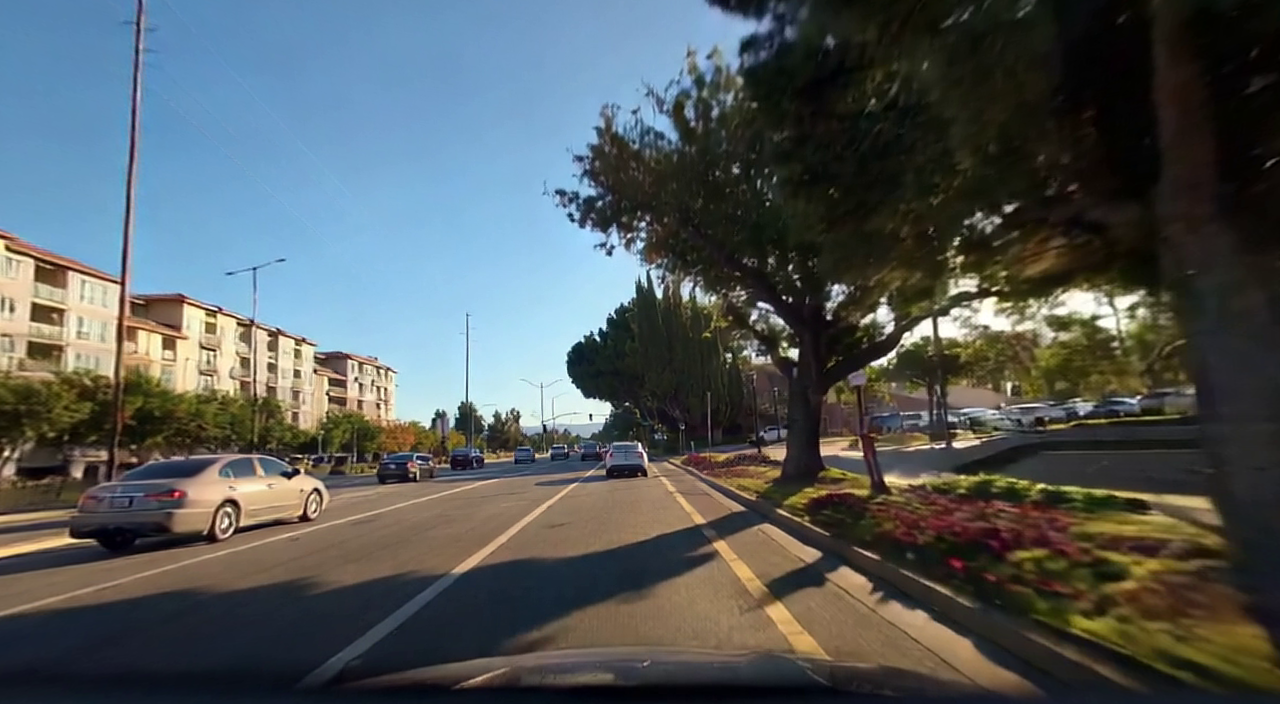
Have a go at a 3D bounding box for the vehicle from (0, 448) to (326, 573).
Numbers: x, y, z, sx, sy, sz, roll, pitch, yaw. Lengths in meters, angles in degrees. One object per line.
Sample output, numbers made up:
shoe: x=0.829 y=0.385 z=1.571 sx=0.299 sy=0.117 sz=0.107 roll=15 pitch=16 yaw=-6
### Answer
vehicle: x=-7.016 y=2.234 z=9.834 sx=1.906 sy=1.449 sz=4.576 roll=0 pitch=-8 yaw=0

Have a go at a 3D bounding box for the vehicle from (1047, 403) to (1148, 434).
vehicle: x=28.982 y=4.203 z=40.127 sx=4.753 sy=1.730 sz=1.882 roll=-3 pitch=-3 yaw=10

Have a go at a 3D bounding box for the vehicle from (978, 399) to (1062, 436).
vehicle: x=23.638 y=4.143 z=39.499 sx=2.118 sy=1.724 sz=4.361 roll=-8 pitch=-8 yaw=-5

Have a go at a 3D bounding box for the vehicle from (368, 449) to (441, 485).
vehicle: x=-10.849 y=5.308 z=29.452 sx=2.024 sy=1.484 sz=4.592 roll=1 pitch=-9 yaw=-5

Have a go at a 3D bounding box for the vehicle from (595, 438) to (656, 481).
vehicle: x=-0.573 y=4.016 z=23.896 sx=2.099 sy=1.469 sz=4.389 roll=1 pitch=-8 yaw=-2

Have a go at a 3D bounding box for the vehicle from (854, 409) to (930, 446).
vehicle: x=15.447 y=4.774 z=39.126 sx=2.395 sy=2.028 sz=5.135 roll=1 pitch=-9 yaw=-2

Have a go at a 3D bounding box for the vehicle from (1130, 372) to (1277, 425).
vehicle: x=34.726 y=3.019 z=39.364 sx=2.608 sy=2.389 sz=6.582 roll=-9 pitch=-8 yaw=-3

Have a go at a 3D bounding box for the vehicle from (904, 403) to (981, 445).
vehicle: x=18.230 y=4.424 z=38.349 sx=2.002 sy=2.015 sz=4.254 roll=-8 pitch=-8 yaw=-6

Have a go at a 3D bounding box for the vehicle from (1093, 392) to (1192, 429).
vehicle: x=31.771 y=3.796 z=40.203 sx=2.074 sy=1.749 sz=4.957 roll=0 pitch=-13 yaw=-1
